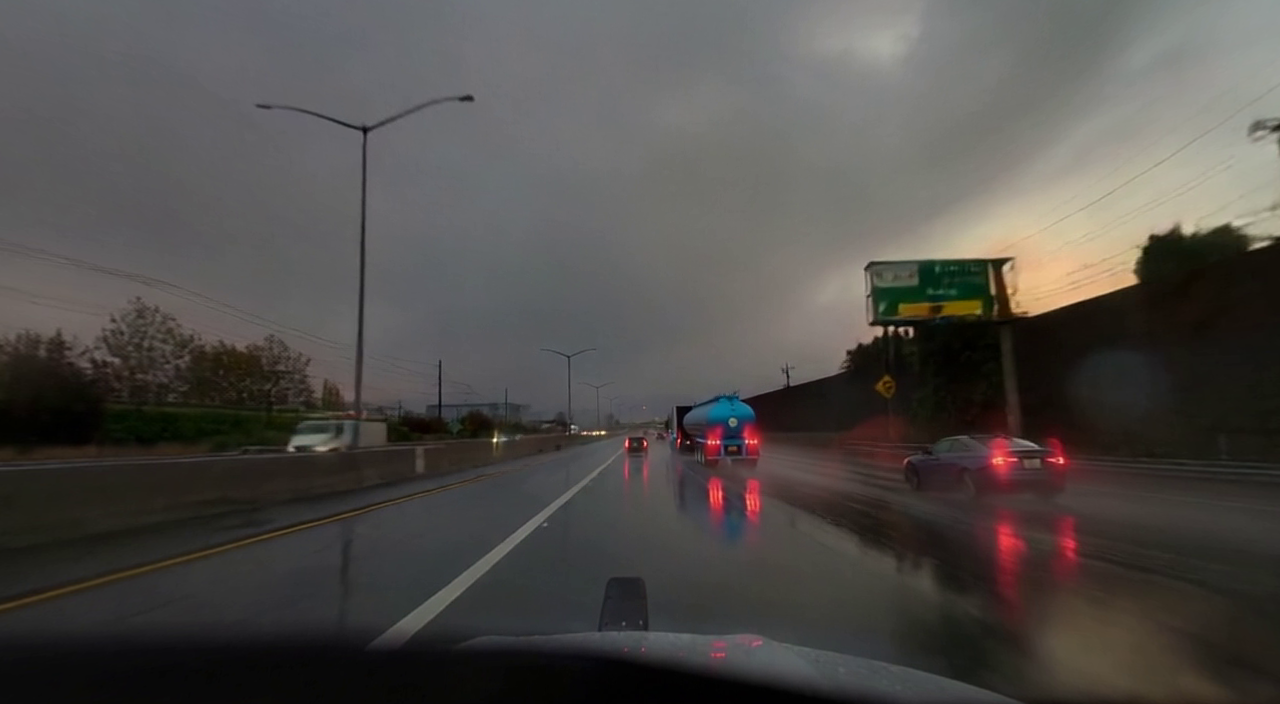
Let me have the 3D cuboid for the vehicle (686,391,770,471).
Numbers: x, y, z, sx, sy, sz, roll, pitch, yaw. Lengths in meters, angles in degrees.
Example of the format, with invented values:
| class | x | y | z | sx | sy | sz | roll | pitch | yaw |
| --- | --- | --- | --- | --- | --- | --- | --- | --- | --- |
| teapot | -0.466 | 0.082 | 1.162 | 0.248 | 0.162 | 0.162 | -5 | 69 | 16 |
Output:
| class | x | y | z | sx | sy | sz | roll | pitch | yaw |
| --- | --- | --- | --- | --- | --- | --- | --- | --- | --- |
| vehicle | 3.839 | 3.755 | 29.394 | 2.791 | 3.179 | 8.074 | 0 | -8 | 0 |

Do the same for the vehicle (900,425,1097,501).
| class | x | y | z | sx | sy | sz | roll | pitch | yaw |
| --- | --- | --- | --- | --- | --- | --- | --- | --- | --- |
| vehicle | 8.015 | 2.532 | 14.767 | 1.905 | 1.480 | 4.624 | 0 | -8 | 0 |

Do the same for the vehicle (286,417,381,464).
| class | x | y | z | sx | sy | sz | roll | pitch | yaw |
| --- | --- | --- | --- | --- | --- | --- | --- | --- | --- |
| vehicle | -17.904 | 5.263 | 37.301 | 2.410 | 2.513 | 6.257 | 0 | -8 | 1 |
